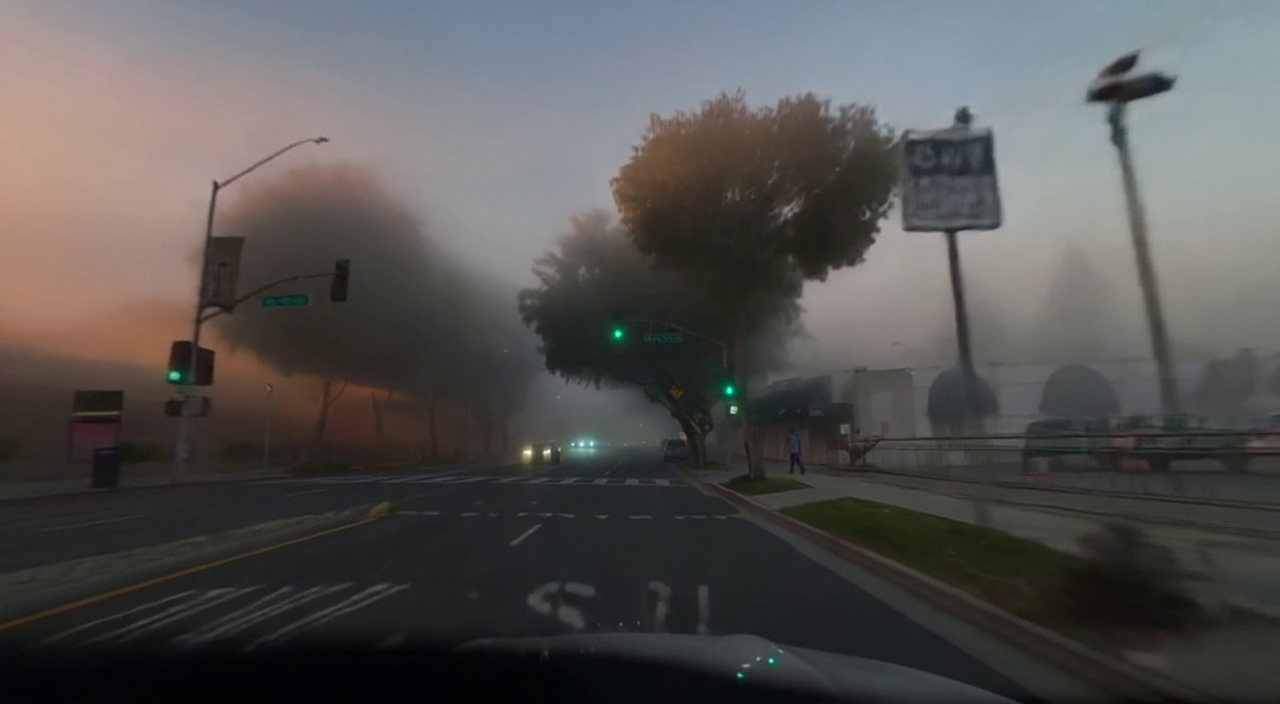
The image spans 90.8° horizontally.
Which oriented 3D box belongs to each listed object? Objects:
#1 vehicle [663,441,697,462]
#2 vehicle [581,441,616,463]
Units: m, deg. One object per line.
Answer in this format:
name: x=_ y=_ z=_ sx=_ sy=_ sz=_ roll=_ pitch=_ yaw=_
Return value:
vehicle: x=2.926 y=7.396 z=47.062 sx=2.034 sy=1.491 sz=4.618 roll=0 pitch=-8 yaw=-3
vehicle: x=-2.911 y=7.107 z=45.091 sx=2.122 sy=1.469 sz=4.388 roll=0 pitch=-8 yaw=1
